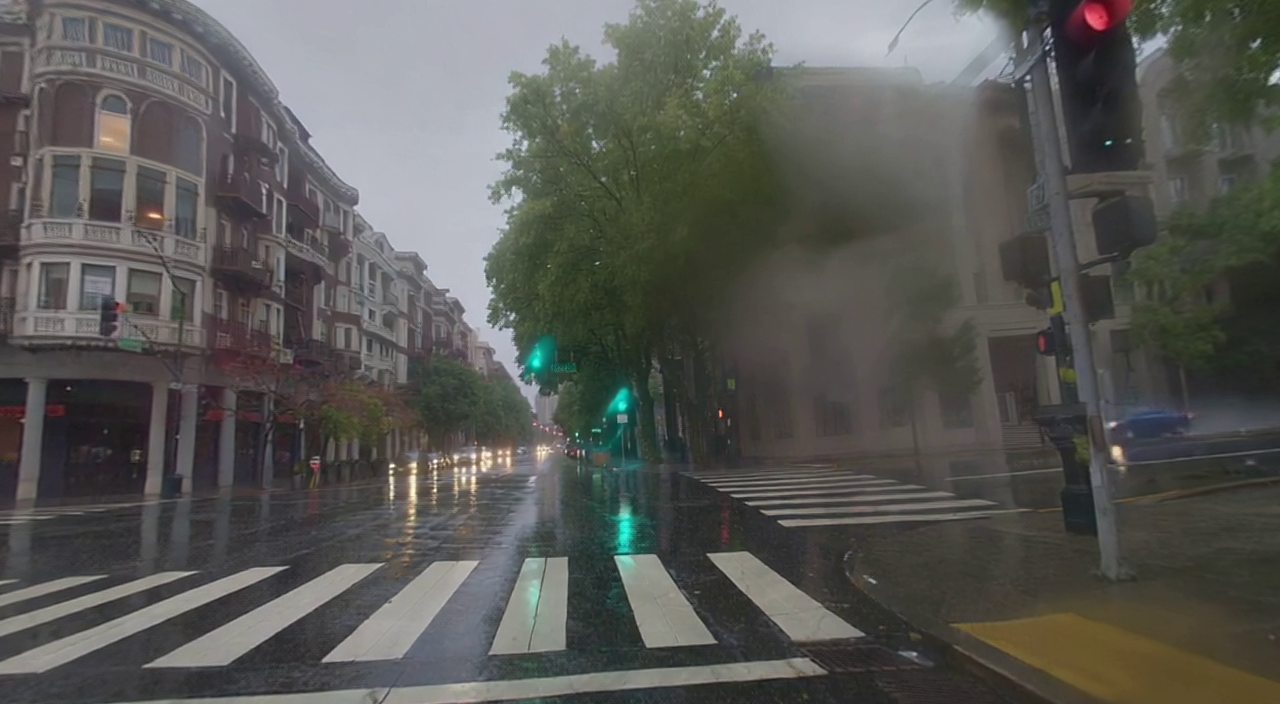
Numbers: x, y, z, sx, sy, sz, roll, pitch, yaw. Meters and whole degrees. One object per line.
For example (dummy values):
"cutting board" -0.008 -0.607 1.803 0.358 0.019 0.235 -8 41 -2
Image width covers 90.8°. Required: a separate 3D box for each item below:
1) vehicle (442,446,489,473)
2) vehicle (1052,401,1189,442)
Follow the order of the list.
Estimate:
"vehicle" -10.455 6.470 38.154 2.196 1.503 4.371 1 -9 -8
"vehicle" 20.502 3.012 27.025 4.626 1.636 2.004 2 -9 -13
